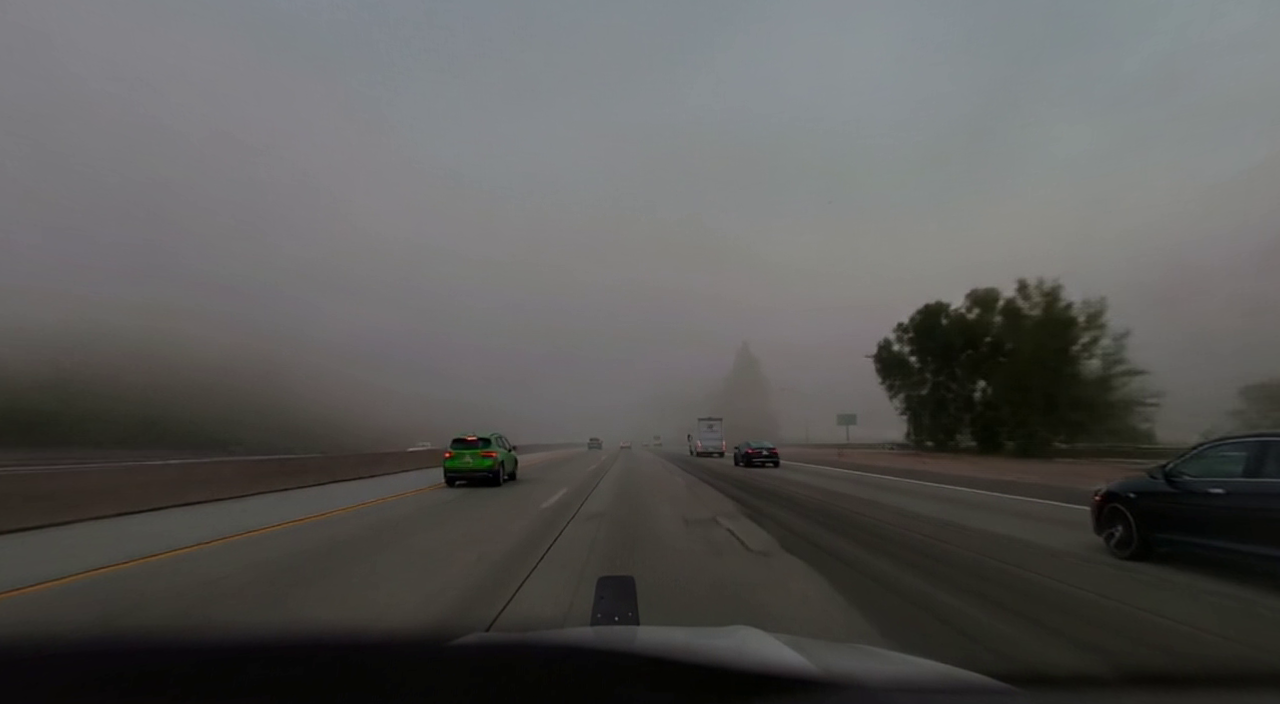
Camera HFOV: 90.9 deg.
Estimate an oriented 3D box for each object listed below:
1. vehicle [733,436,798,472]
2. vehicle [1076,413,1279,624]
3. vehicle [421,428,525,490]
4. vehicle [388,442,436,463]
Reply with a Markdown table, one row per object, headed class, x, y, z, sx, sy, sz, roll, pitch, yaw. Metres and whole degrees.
| class | x | y | z | sx | sy | sz | roll | pitch | yaw |
| --- | --- | --- | --- | --- | --- | --- | --- | --- | --- |
| vehicle | 5.355 | 4.381 | 27.463 | 1.920 | 1.436 | 3.890 | 0 | -8 | -2 |
| vehicle | 5.565 | 1.170 | 4.384 | 2.028 | 1.488 | 4.236 | 0 | -8 | 0 |
| vehicle | -4.675 | 3.021 | 18.235 | 1.966 | 1.570 | 3.859 | 0 | -8 | 0 |
| vehicle | -16.953 | 7.441 | 47.025 | 1.864 | 1.436 | 4.572 | 0 | -8 | 0 |
